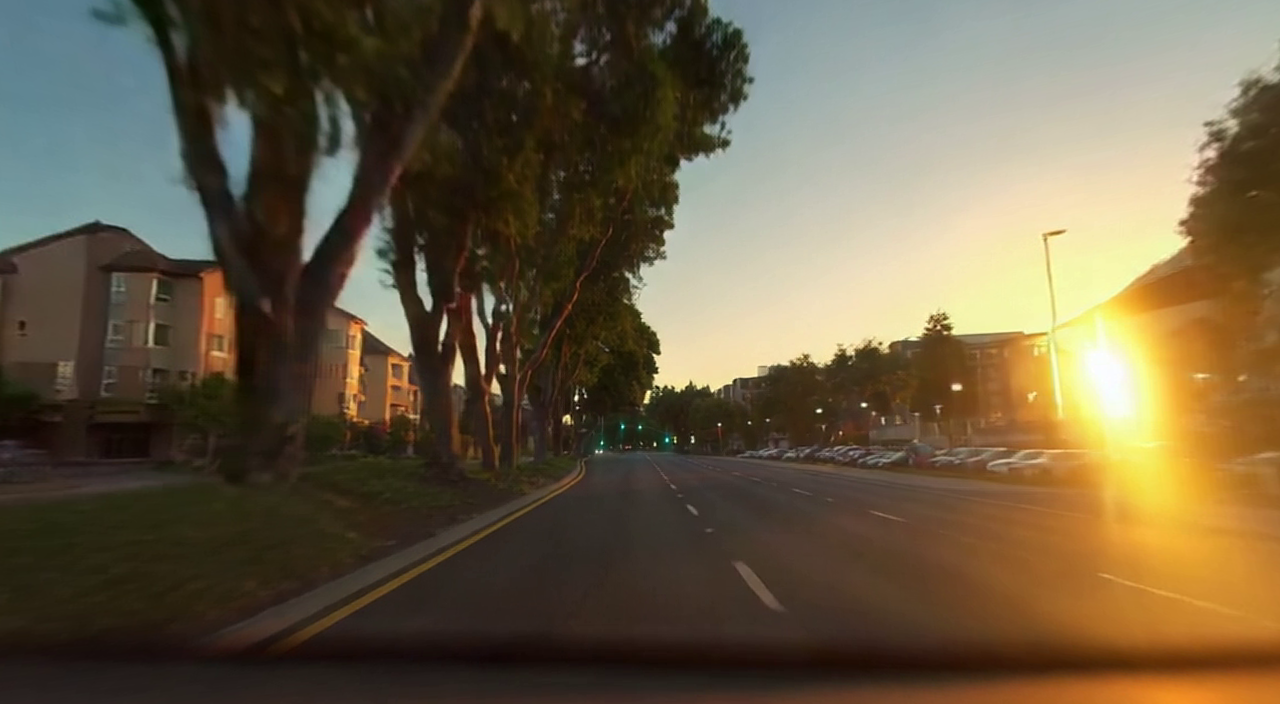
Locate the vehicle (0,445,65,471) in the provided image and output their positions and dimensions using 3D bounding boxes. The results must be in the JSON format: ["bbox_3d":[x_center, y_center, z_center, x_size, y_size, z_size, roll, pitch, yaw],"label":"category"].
[{"bbox_3d":[-37.040,6.220,37.141,4.369,1.465,1.900,1,-9,-5],"label":"vehicle"}]

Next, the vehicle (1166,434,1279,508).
[{"bbox_3d":[15.659,2.819,15.050,2.006,1.683,4.643,0,-9,-4],"label":"vehicle"}]

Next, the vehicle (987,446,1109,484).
[{"bbox_3d":[17.124,4.695,26.566,4.112,1.474,2.112,3,-9,-20],"label":"vehicle"}]

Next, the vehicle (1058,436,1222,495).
[{"bbox_3d":[16.094,3.666,20.728,1.950,1.704,4.518,-1,-9,5],"label":"vehicle"}]
